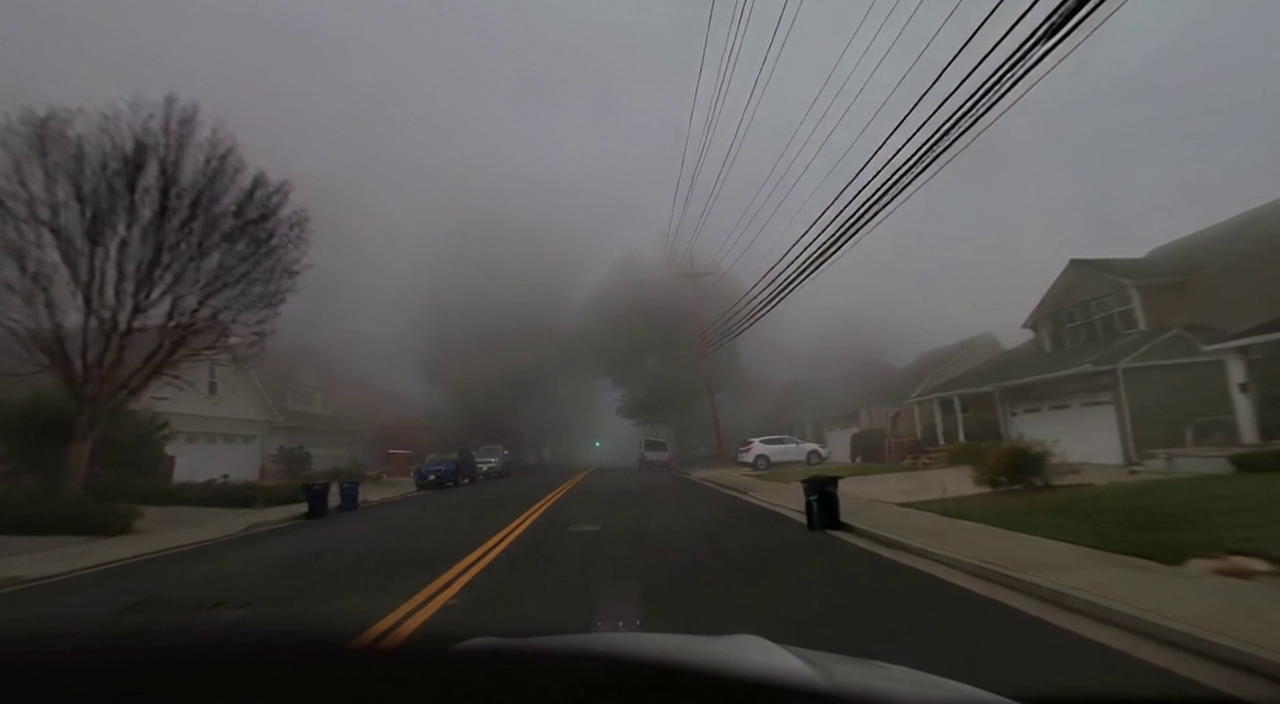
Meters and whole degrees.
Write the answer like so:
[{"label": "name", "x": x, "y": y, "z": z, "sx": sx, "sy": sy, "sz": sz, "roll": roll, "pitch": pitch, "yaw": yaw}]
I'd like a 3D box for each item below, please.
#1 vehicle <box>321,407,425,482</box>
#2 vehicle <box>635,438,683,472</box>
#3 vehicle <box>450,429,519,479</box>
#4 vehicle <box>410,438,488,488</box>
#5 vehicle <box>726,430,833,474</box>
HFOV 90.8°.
[{"label": "vehicle", "x": -12.998, "y": 4.631, "z": 31.591, "sx": 2.781, "sy": 3.221, "sz": 7.995, "roll": 1, "pitch": -8, "yaw": -9}, {"label": "vehicle", "x": 1.115, "y": 6.421, "z": 39.720, "sx": 2.203, "sy": 1.952, "sz": 5.111, "roll": 1, "pitch": -8, "yaw": -7}, {"label": "vehicle", "x": -8.010, "y": 5.467, "z": 33.221, "sx": 2.269, "sy": 2.229, "sz": 6.042, "roll": -2, "pitch": -12, "yaw": -1}, {"label": "vehicle", "x": -7.767, "y": 4.666, "z": 26.182, "sx": 2.046, "sy": 1.777, "sz": 4.473, "roll": -2, "pitch": -12, "yaw": -3}, {"label": "vehicle", "x": 6.647, "y": 4.831, "z": 30.447, "sx": 4.489, "sy": 1.812, "sz": 2.056, "roll": 0, "pitch": -13, "yaw": -7}]
